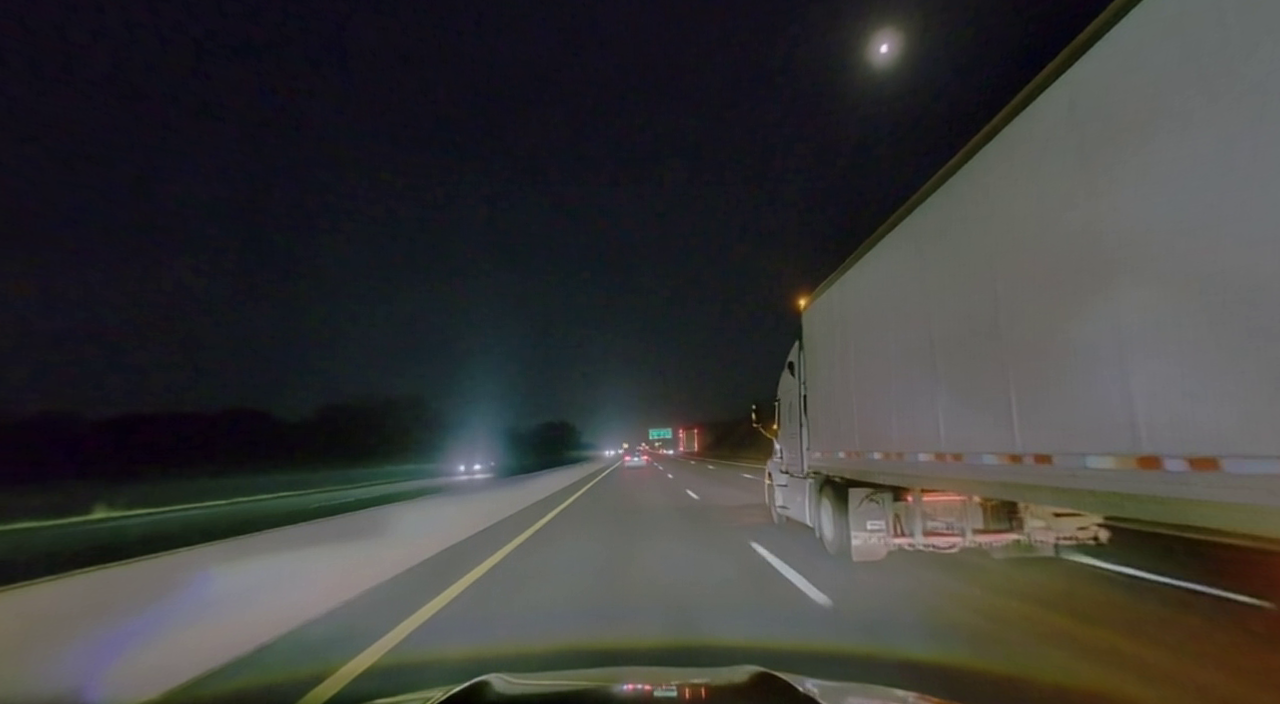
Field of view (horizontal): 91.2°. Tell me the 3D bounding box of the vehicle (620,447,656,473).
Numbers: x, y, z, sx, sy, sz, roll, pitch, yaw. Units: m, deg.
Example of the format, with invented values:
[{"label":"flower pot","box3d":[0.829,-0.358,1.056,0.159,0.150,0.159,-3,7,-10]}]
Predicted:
[{"label":"vehicle","box3d":[-0.159,6.657,38.734,2.083,1.473,3.923,0,-9,-1]}]
